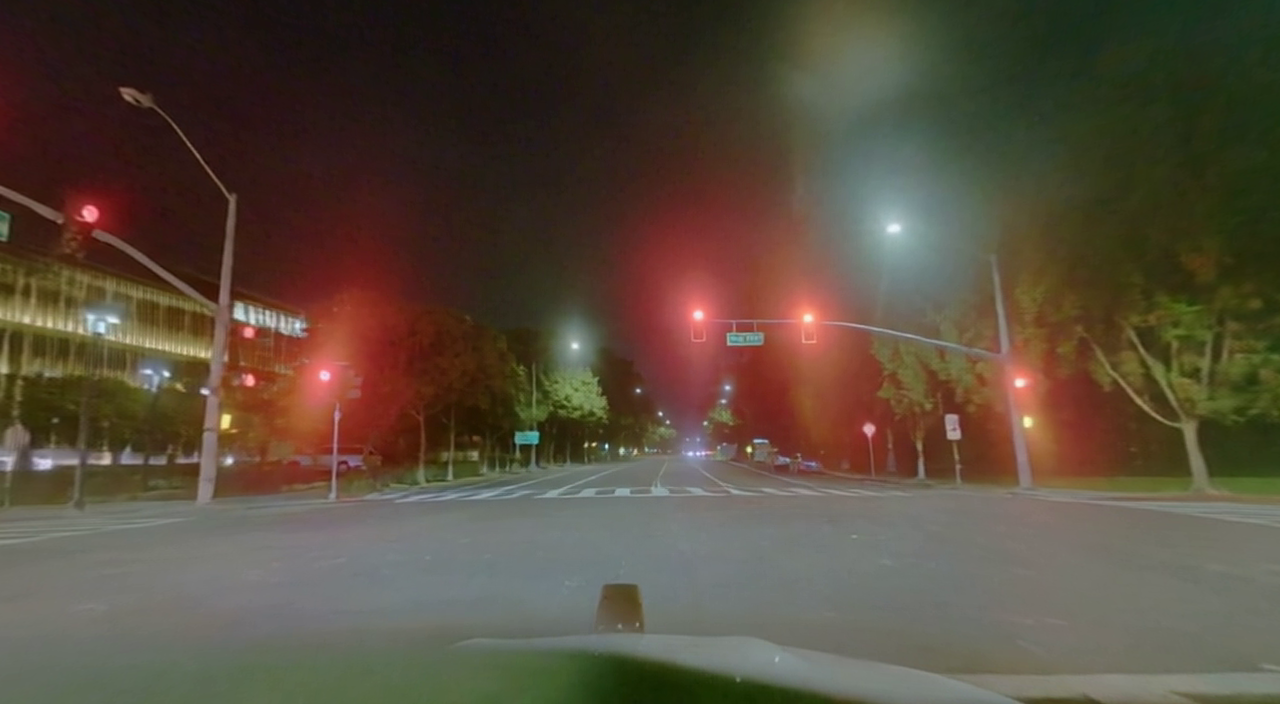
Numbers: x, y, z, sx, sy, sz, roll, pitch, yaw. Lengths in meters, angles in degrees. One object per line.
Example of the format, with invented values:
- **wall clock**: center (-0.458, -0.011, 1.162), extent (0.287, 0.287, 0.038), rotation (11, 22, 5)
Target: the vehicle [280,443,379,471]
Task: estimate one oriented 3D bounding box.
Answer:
- **vehicle**: center (-18.123, 6.131, 37.052), extent (4.765, 1.593, 1.891), rotation (0, -9, -1)
